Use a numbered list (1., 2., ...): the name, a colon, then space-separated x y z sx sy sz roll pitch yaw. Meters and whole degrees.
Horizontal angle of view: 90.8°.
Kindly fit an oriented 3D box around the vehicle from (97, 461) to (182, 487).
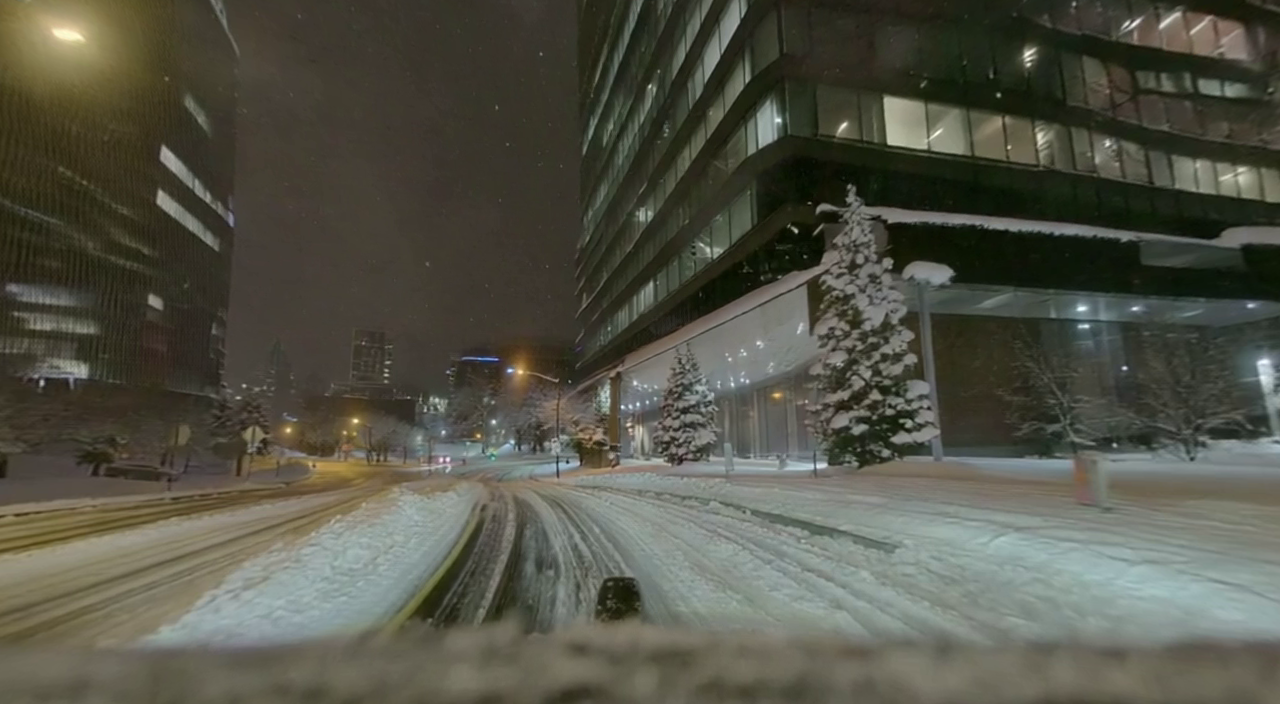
1. vehicle: -36.442 8.901 46.094 4.473 1.778 2.125 -1 -8 4
